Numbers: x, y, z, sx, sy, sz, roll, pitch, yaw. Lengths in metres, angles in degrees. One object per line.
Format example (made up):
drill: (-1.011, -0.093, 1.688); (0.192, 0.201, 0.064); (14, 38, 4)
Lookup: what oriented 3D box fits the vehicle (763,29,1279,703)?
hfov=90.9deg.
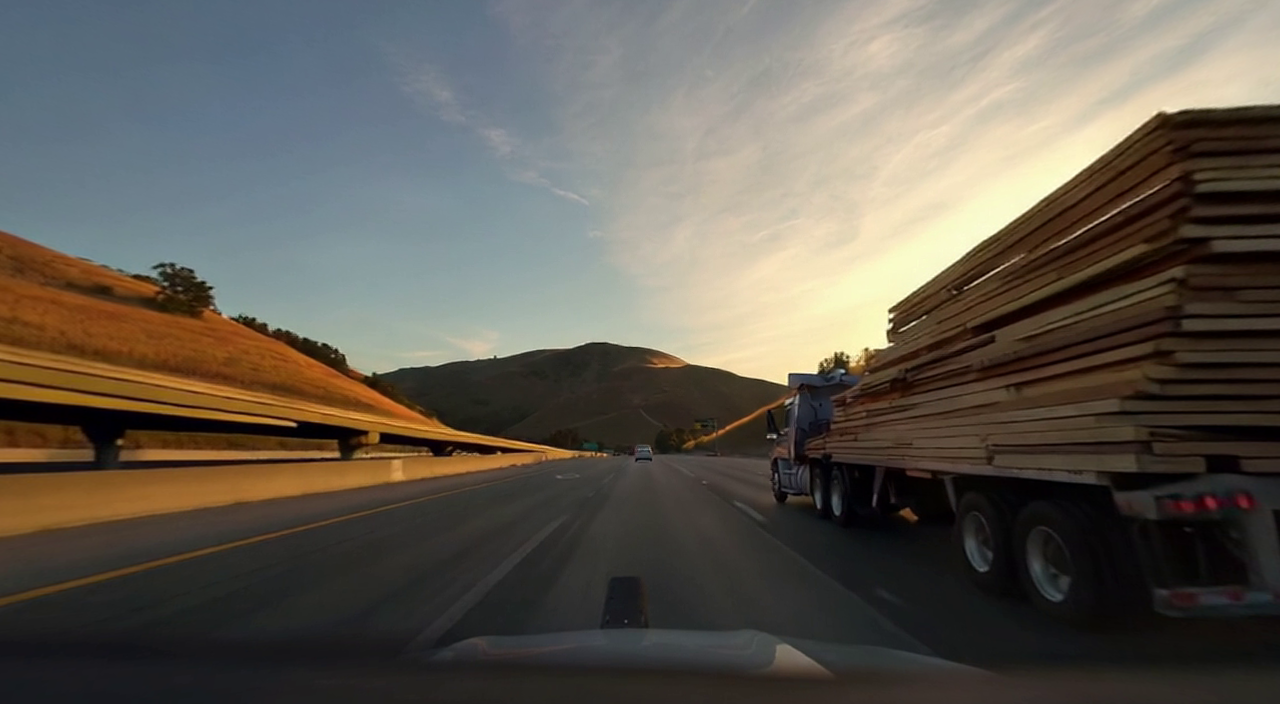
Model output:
vehicle: (4.170, 1.029, 7.527); (3.326, 3.089, 10.642); (0, -9, 0)
